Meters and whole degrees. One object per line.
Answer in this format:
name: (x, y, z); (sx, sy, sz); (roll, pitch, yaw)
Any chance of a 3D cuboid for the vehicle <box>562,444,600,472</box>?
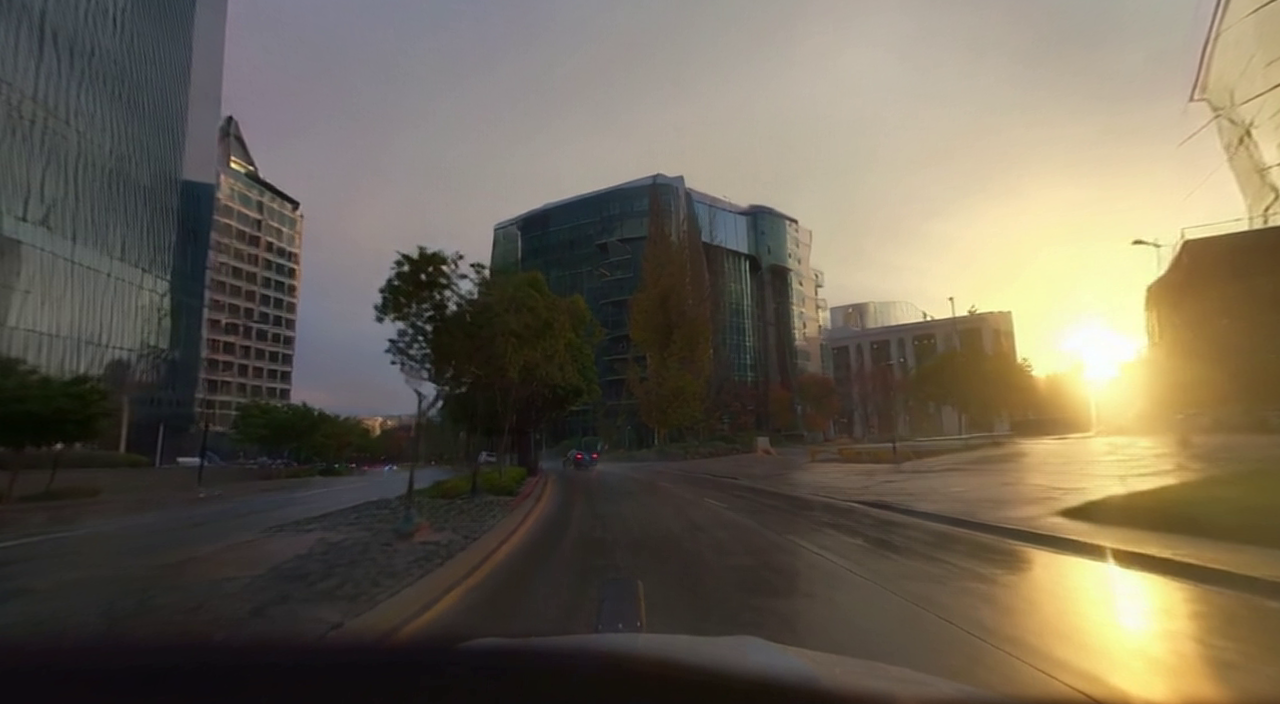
vehicle: (-4.183, 7.353, 44.076); (2.129, 1.816, 4.851); (2, -9, -12)
